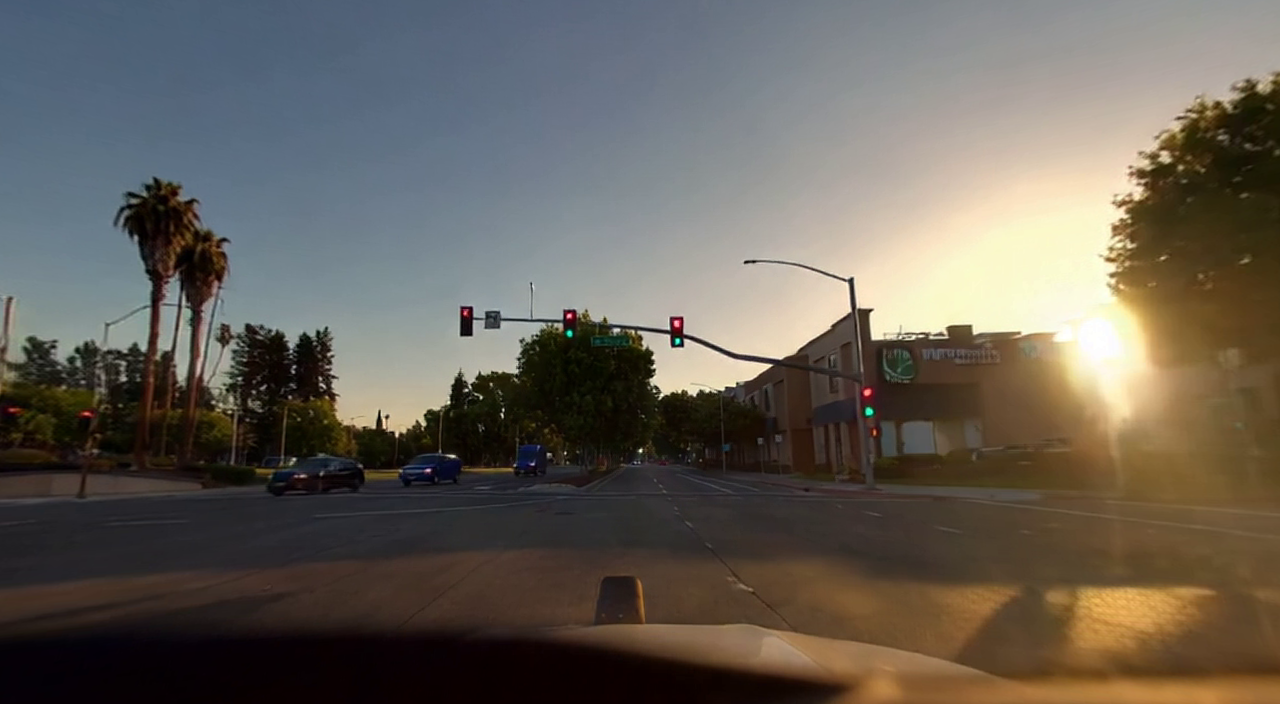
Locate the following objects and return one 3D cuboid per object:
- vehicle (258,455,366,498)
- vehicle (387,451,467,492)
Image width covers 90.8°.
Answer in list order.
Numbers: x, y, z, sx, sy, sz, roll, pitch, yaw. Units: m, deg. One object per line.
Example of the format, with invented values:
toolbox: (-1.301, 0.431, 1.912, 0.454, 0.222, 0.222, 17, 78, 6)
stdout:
vehicle: (-13.857, 5.248, 27.040, 1.995, 1.632, 4.609, -1, -9, 2)
vehicle: (-9.512, 5.361, 28.646, 2.074, 1.681, 4.417, 0, -9, 1)
